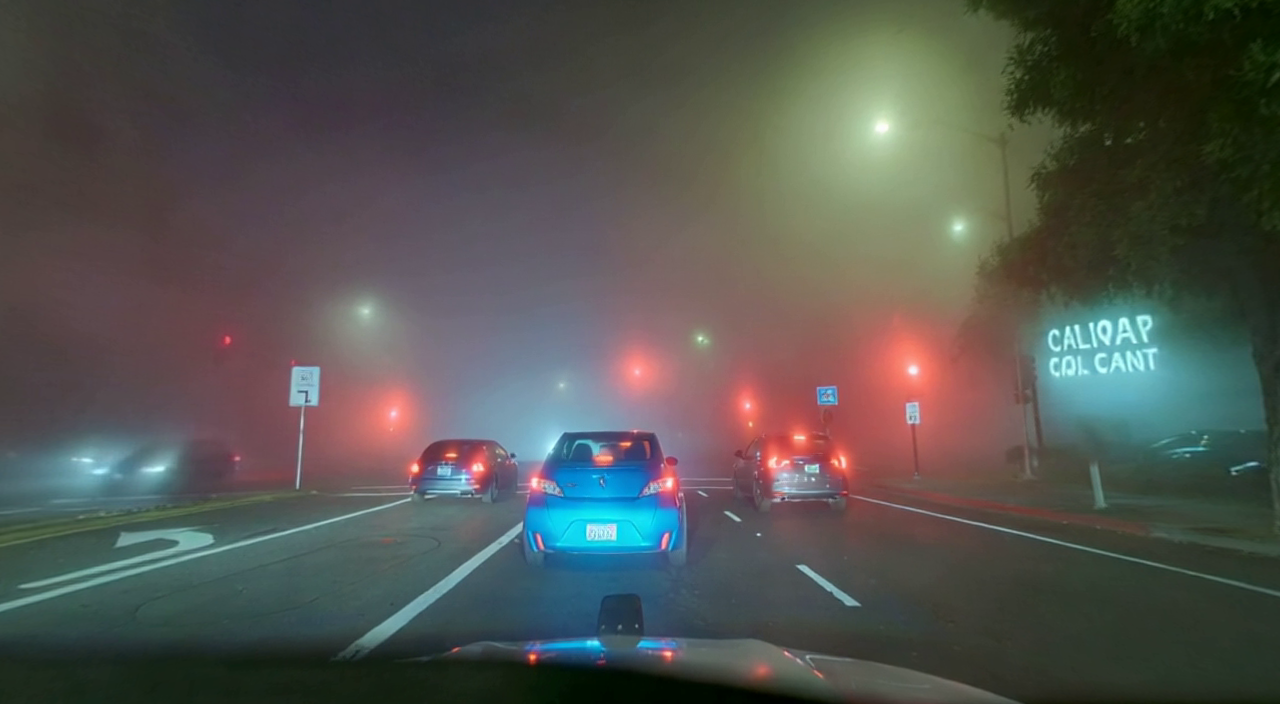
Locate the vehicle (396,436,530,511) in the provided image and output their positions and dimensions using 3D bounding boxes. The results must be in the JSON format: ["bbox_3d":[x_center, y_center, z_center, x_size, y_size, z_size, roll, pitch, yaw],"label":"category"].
[{"bbox_3d":[-3.782,2.659,14.271,1.998,1.452,3.773,0,-8,-1],"label":"vehicle"}]

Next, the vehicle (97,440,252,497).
[{"bbox_3d":[-16.260,4.042,22.447,2.101,1.776,4.550,0,-8,-2],"label":"vehicle"}]

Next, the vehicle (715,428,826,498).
[{"bbox_3d":[3.421,3.011,17.507,2.028,1.678,4.220,0,-8,-2],"label":"vehicle"}]

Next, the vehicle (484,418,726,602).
[{"bbox_3d":[-0.355,1.642,7.503,2.045,1.533,4.183,0,-8,-2],"label":"vehicle"}]

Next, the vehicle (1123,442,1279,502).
[{"bbox_3d":[15.180,3.032,16.272,3.951,1.418,1.842,0,-8,-3],"label":"vehicle"}]
